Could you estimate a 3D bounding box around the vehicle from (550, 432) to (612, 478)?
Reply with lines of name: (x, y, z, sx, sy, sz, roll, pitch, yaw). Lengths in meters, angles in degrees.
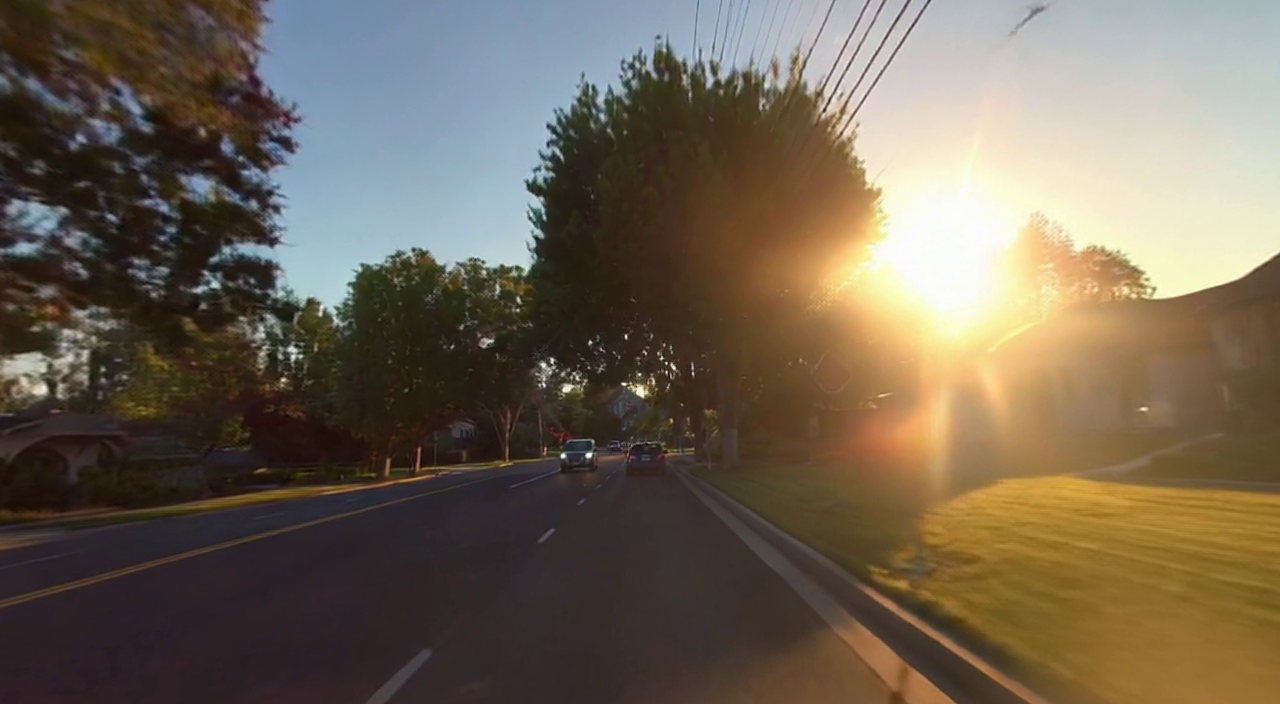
vehicle: (-2.426, 4.403, 27.043, 2.157, 1.765, 4.303, -1, -9, 2)

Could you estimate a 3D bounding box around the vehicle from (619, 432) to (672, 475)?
vehicle: (0.224, 4.389, 27.335, 2.120, 1.718, 3.909, 0, -9, 0)
